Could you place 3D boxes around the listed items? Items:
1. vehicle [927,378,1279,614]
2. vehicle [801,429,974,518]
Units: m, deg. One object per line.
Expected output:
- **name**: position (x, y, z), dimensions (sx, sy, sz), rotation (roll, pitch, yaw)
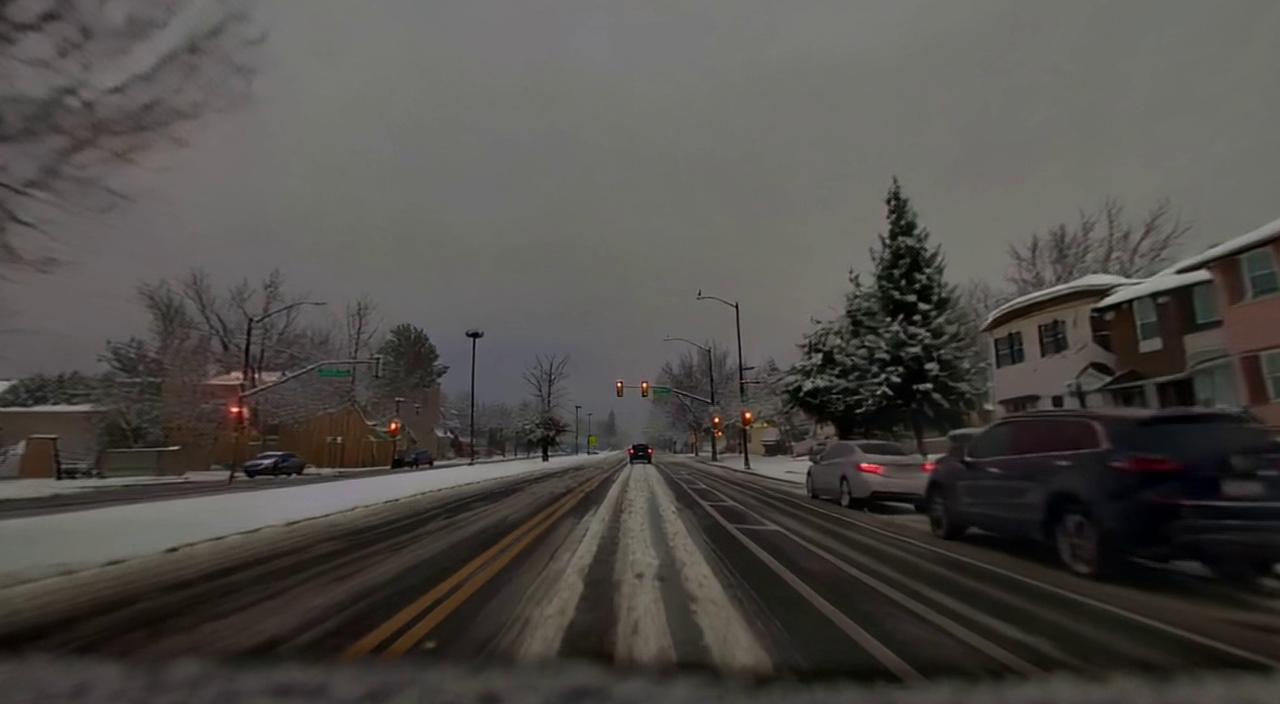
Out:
- **vehicle**: position (5.664, 1.550, 7.707), dimensions (2.008, 1.930, 4.919), rotation (0, -9, 1)
- **vehicle**: position (5.482, 2.789, 14.880), dimensions (2.070, 1.710, 4.964), rotation (1, -9, 0)
